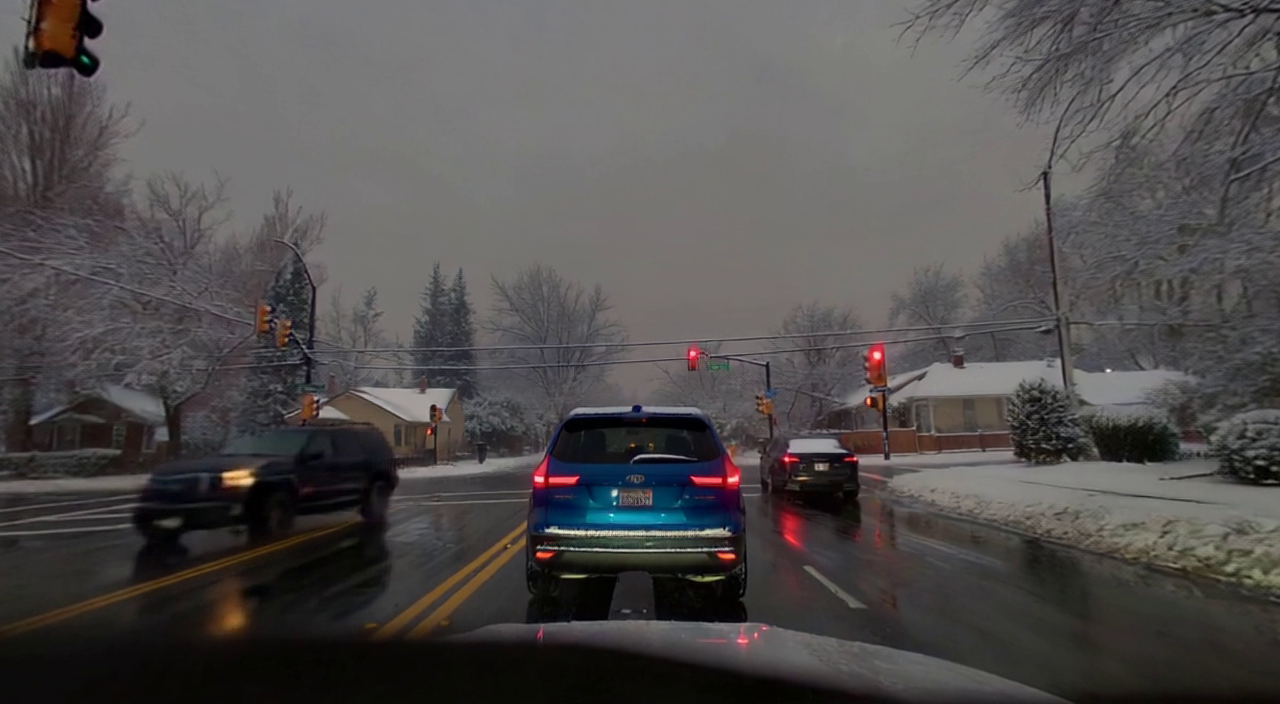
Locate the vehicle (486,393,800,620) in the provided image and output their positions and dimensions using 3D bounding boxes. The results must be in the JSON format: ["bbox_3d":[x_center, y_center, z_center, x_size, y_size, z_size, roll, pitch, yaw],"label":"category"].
[{"bbox_3d":[0.049,1.468,6.937,2.322,1.667,4.367,0,-8,1],"label":"vehicle"}]

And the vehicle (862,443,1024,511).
[{"bbox_3d":[7.293,3.011,15.799,1.860,1.436,4.479,0,-8,0],"label":"vehicle"}]

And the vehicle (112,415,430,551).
[{"bbox_3d":[-5.870,2.129,11.013,2.059,1.797,4.824,-2,-8,10],"label":"vehicle"}]

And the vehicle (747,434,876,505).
[{"bbox_3d":[4.143,2.914,16.145,2.077,1.527,4.755,0,-8,1],"label":"vehicle"}]

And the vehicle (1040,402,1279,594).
[{"bbox_3d":[7.026,1.535,7.046,1.989,1.791,4.735,0,-8,1],"label":"vehicle"}]
